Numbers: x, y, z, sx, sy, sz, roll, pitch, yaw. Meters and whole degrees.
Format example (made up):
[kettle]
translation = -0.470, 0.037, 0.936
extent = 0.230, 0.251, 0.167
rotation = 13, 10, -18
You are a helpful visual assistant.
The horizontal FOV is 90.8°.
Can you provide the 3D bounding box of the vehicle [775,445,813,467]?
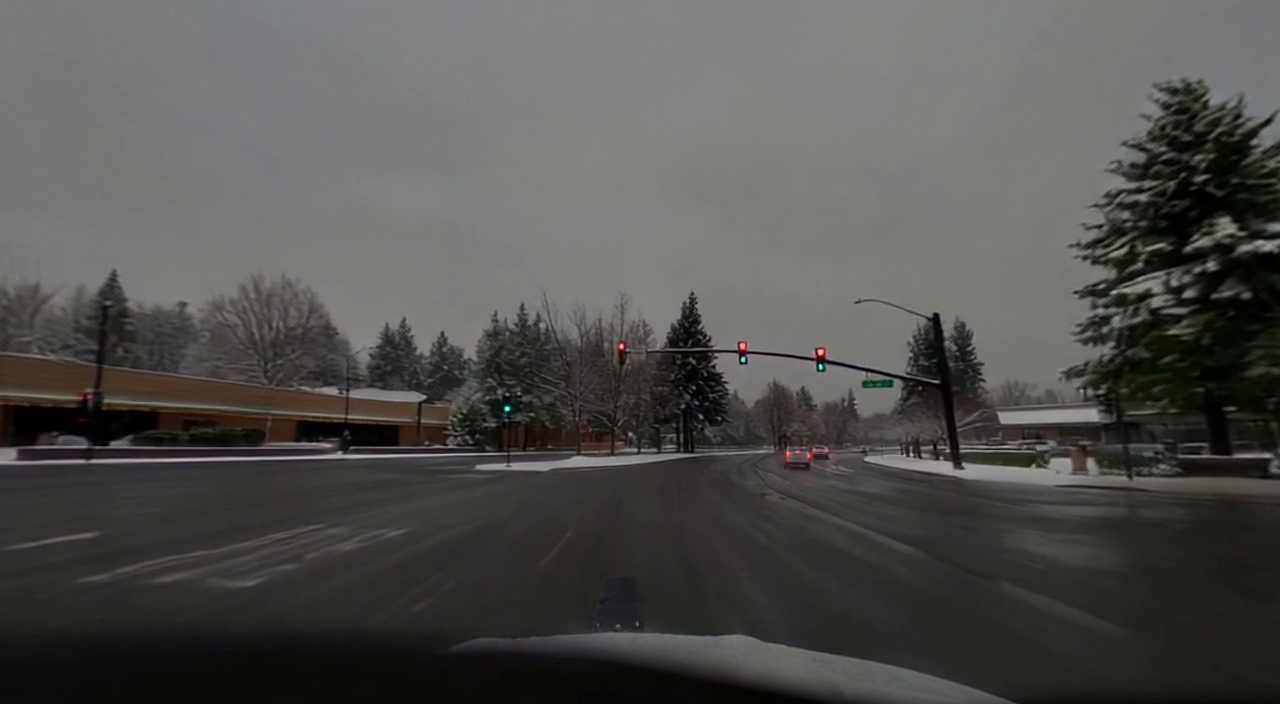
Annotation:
[vehicle]
translation = 10.392, 7.031, 42.868
extent = 1.988, 1.460, 3.996
rotation = -1, -9, 7
